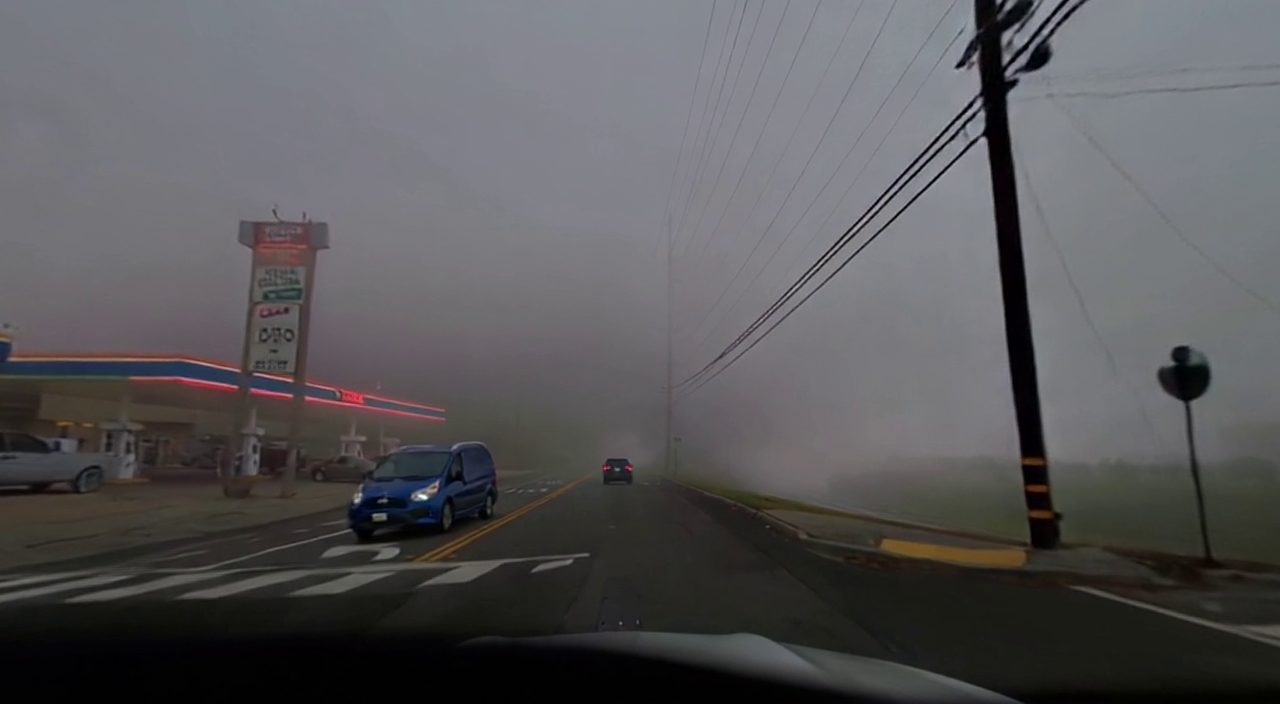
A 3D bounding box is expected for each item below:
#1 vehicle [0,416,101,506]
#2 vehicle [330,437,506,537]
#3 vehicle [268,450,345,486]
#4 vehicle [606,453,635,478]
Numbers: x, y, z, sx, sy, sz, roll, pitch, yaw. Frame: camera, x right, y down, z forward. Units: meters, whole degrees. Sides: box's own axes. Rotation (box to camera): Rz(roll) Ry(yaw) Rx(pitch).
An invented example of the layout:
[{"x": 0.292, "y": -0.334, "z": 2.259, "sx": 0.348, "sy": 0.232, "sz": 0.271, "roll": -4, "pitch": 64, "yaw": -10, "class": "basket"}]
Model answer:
[{"x": -18.005, "y": 2.967, "z": 17.256, "sx": 2.499, "sy": 2.309, "sz": 4.613, "roll": 0, "pitch": -9, "yaw": -3, "class": "vehicle"}, {"x": -4.670, "y": 2.910, "z": 14.314, "sx": 2.274, "sy": 1.844, "sz": 4.843, "roll": 0, "pitch": -9, "yaw": -1, "class": "vehicle"}, {"x": -17.992, "y": 6.233, "z": 34.373, "sx": 1.890, "sy": 1.761, "sz": 4.578, "roll": 0, "pitch": -9, "yaw": -3, "class": "vehicle"}, {"x": -1.446, "y": 8.287, "z": 46.258, "sx": 2.000, "sy": 1.663, "sz": 4.271, "roll": 0, "pitch": -9, "yaw": -3, "class": "vehicle"}]
